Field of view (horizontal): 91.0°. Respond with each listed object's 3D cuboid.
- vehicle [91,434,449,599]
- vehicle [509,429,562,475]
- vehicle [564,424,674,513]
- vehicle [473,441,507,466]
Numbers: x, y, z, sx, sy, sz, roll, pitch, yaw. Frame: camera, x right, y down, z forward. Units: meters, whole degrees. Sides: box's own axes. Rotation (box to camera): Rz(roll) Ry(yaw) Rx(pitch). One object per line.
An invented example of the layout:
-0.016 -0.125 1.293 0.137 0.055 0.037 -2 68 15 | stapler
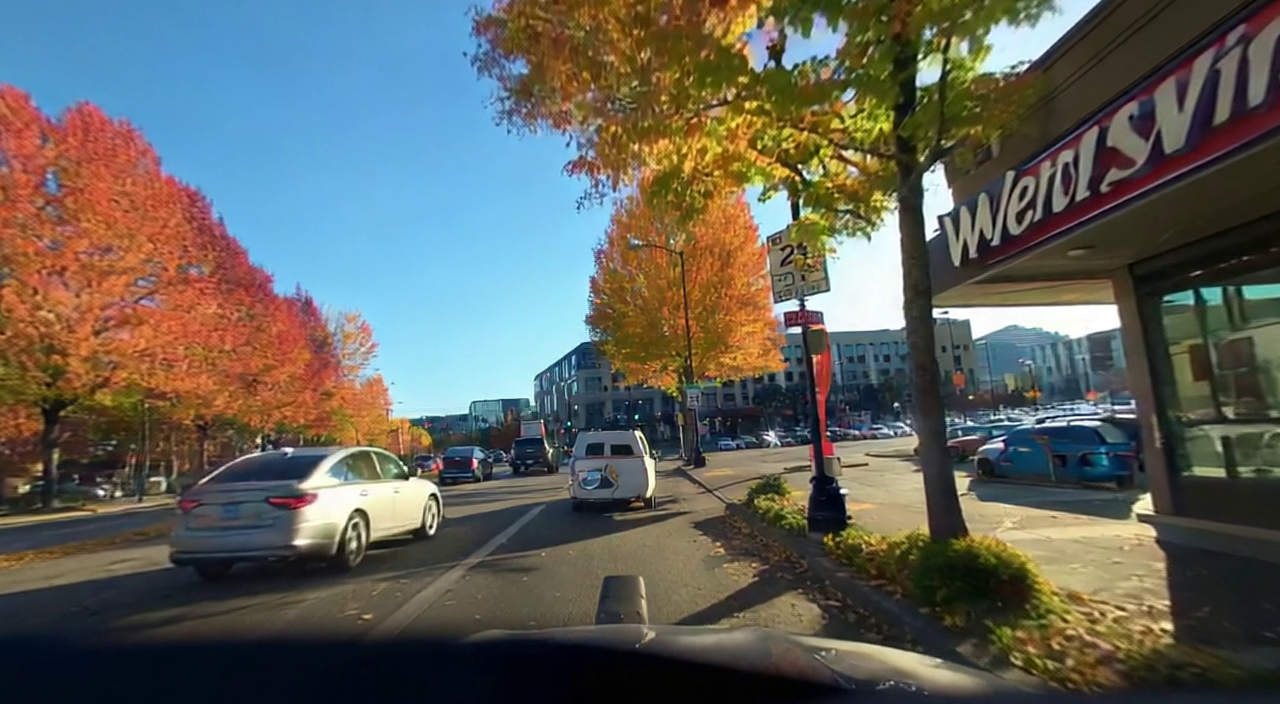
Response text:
-4.274 1.942 8.425 1.974 1.549 4.603 1 -9 0 | vehicle
-5.011 4.880 30.819 2.082 2.018 4.308 1 -9 -4 | vehicle
-0.484 2.589 14.367 2.144 1.704 4.028 1 -9 -2 | vehicle
-11.082 7.522 46.778 2.069 1.719 4.441 2 -9 -9 | vehicle
